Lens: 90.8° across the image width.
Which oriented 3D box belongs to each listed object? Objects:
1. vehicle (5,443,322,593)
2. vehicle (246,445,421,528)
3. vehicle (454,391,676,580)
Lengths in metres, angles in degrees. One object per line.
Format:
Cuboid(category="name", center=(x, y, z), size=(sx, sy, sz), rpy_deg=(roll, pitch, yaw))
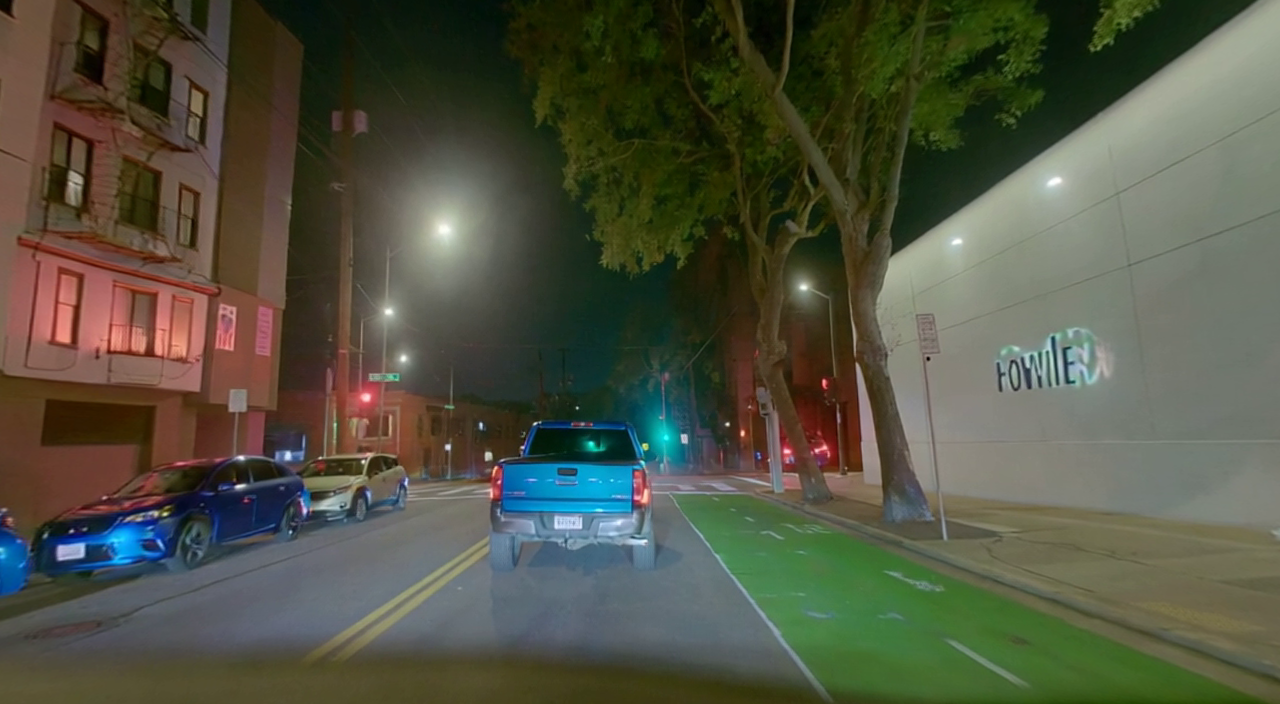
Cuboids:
Cuboid(category="vehicle", center=(-7.198, 2.437, 10.313), size=(1.882, 1.686, 4.489), rpy_deg=(-5, -8, -3))
Cuboid(category="vehicle", center=(-7.394, 3.230, 15.983), size=(1.884, 1.730, 5.076), rpy_deg=(0, -8, 0))
Cuboid(category="vehicle", center=(-0.726, 1.680, 8.707), size=(2.215, 1.882, 4.611), rpy_deg=(0, -8, 1))
